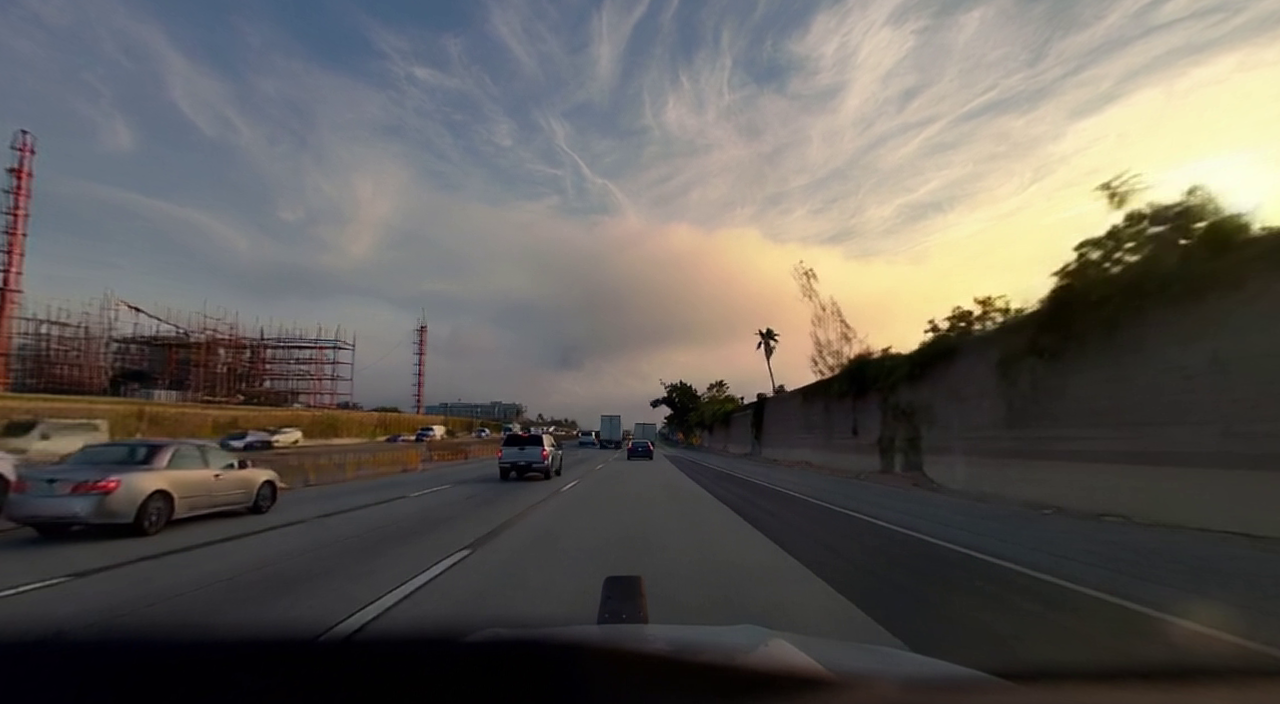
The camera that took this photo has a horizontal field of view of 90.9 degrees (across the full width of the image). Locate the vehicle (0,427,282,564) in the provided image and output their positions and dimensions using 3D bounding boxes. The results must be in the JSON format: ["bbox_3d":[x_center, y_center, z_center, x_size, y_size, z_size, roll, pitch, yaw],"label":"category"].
[{"bbox_3d":[-7.449,1.878,9.107,1.949,1.476,4.410,0,-8,0],"label":"vehicle"}]

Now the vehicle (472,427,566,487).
[{"bbox_3d":[-3.807,3.399,20.739,2.108,1.740,4.549,0,-8,1],"label":"vehicle"}]

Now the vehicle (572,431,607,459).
[{"bbox_3d":[-3.780,7.078,48.142,2.203,1.958,4.848,0,-8,1],"label":"vehicle"}]

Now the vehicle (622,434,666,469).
[{"bbox_3d":[0.193,5.048,32.236,2.136,1.678,4.052,0,-8,0],"label":"vehicle"}]
